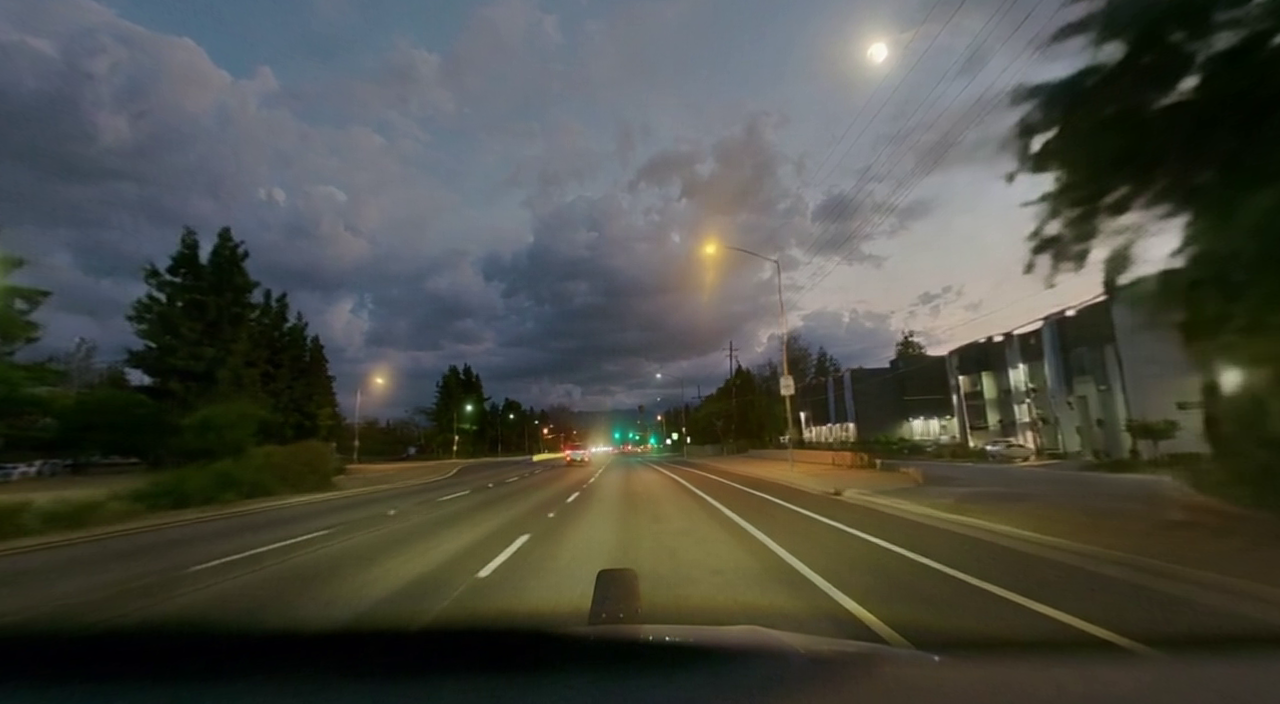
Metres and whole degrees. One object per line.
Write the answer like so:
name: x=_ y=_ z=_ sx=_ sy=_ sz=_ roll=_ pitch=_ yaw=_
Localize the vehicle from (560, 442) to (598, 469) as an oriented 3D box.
vehicle: x=-3.953 y=6.790 z=41.441 sx=2.121 sy=1.654 sz=3.993 roll=0 pitch=-9 yaw=-1
